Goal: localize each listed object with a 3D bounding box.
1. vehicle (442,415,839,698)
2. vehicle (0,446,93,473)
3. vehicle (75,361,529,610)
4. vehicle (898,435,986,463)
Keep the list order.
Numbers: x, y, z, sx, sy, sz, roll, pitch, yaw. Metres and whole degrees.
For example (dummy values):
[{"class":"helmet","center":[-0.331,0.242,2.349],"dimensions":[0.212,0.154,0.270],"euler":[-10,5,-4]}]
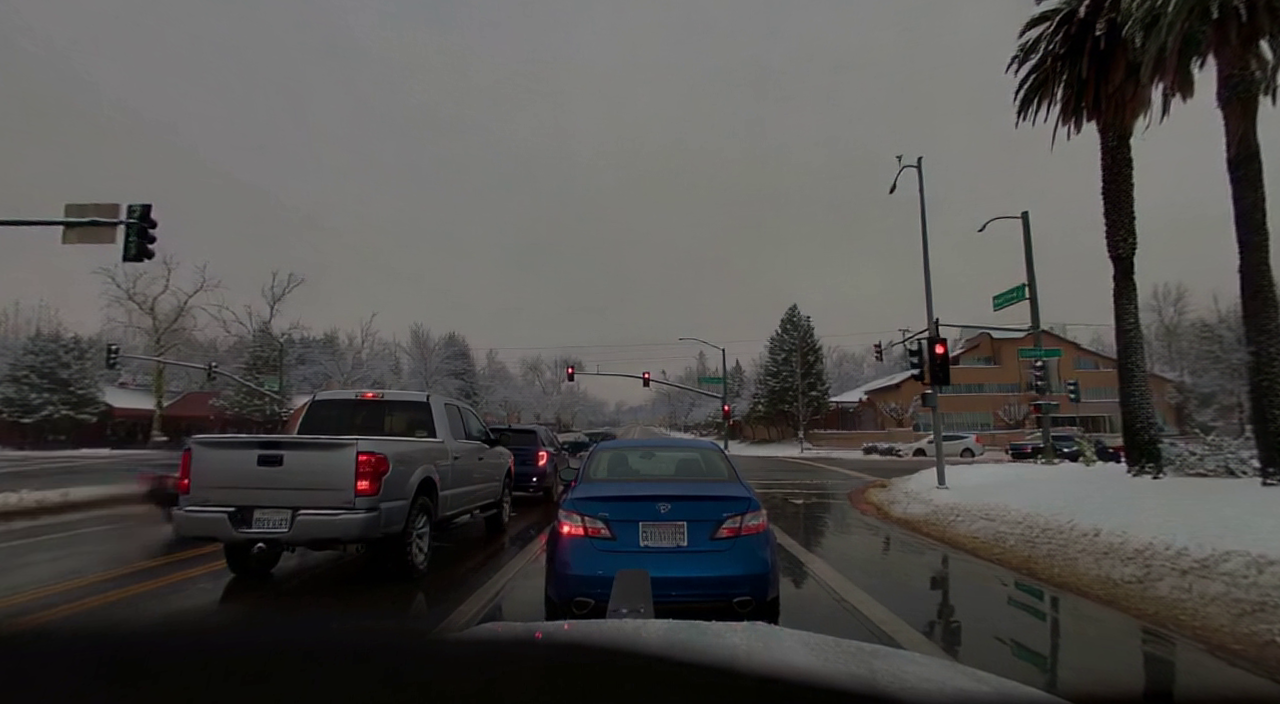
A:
[{"class":"vehicle","center":[0.032,1.405,5.512],"dimensions":[2.122,1.501,4.152],"euler":[0,-8,1]},{"class":"vehicle","center":[-37.097,6.633,38.869],"dimensions":[4.576,1.617,1.937],"euler":[0,-8,2]},{"class":"vehicle","center":[-3.227,1.474,7.907],"dimensions":[2.330,1.969,5.626],"euler":[-1,-8,3]},{"class":"vehicle","center":[18.839,6.080,39.298],"dimensions":[4.466,1.717,1.963],"euler":[0,-8,2]}]
